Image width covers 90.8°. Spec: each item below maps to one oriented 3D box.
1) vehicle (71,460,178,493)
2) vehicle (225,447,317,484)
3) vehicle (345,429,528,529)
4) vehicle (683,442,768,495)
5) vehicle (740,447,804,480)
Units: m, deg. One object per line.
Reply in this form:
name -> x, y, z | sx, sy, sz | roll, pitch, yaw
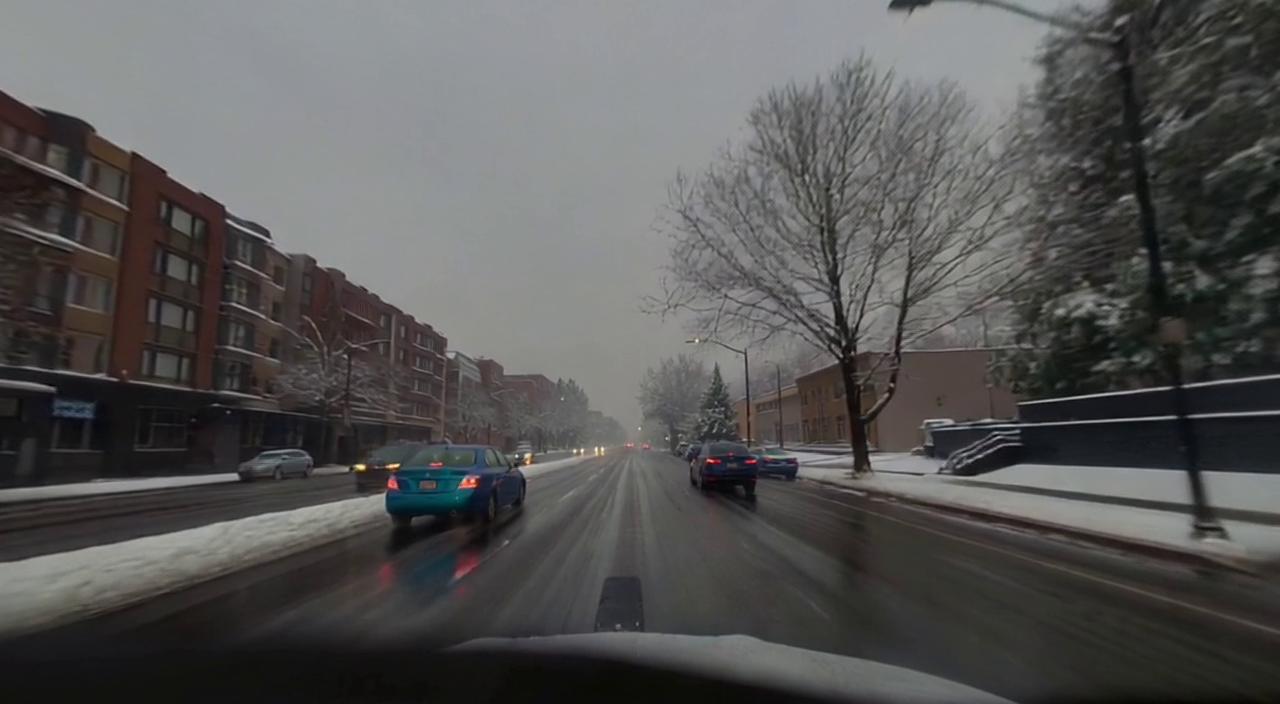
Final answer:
vehicle -> -25.868, 6.238, 31.780 | 3.625, 1.443, 1.939 | -1, -9, -3
vehicle -> -18.080, 5.549, 31.222 | 1.929, 1.665, 4.304 | 0, -9, 0
vehicle -> -3.526, 2.285, 11.905 | 2.062, 1.527, 4.044 | 0, -9, 0
vehicle -> 2.576, 3.626, 20.123 | 1.978, 1.471, 4.426 | 1, -9, -2
vehicle -> 6.237, 5.341, 30.481 | 1.881, 1.439, 4.725 | 1, -9, -3
